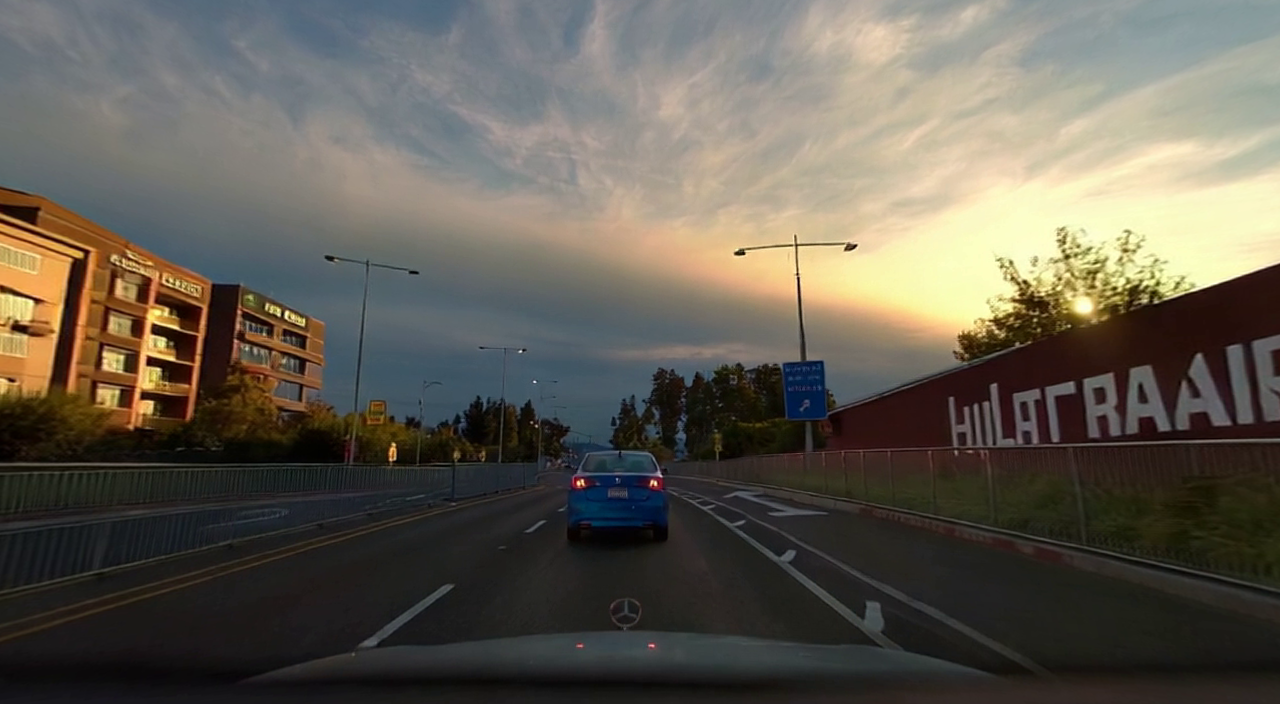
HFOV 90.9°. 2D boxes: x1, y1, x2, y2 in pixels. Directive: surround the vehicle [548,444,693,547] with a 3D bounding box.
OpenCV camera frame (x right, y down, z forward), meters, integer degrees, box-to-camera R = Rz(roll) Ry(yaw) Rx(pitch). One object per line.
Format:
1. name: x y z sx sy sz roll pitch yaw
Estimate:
1. vehicle: -0.289 2.350 10.986 2.063 1.442 3.933 0 -9 0
